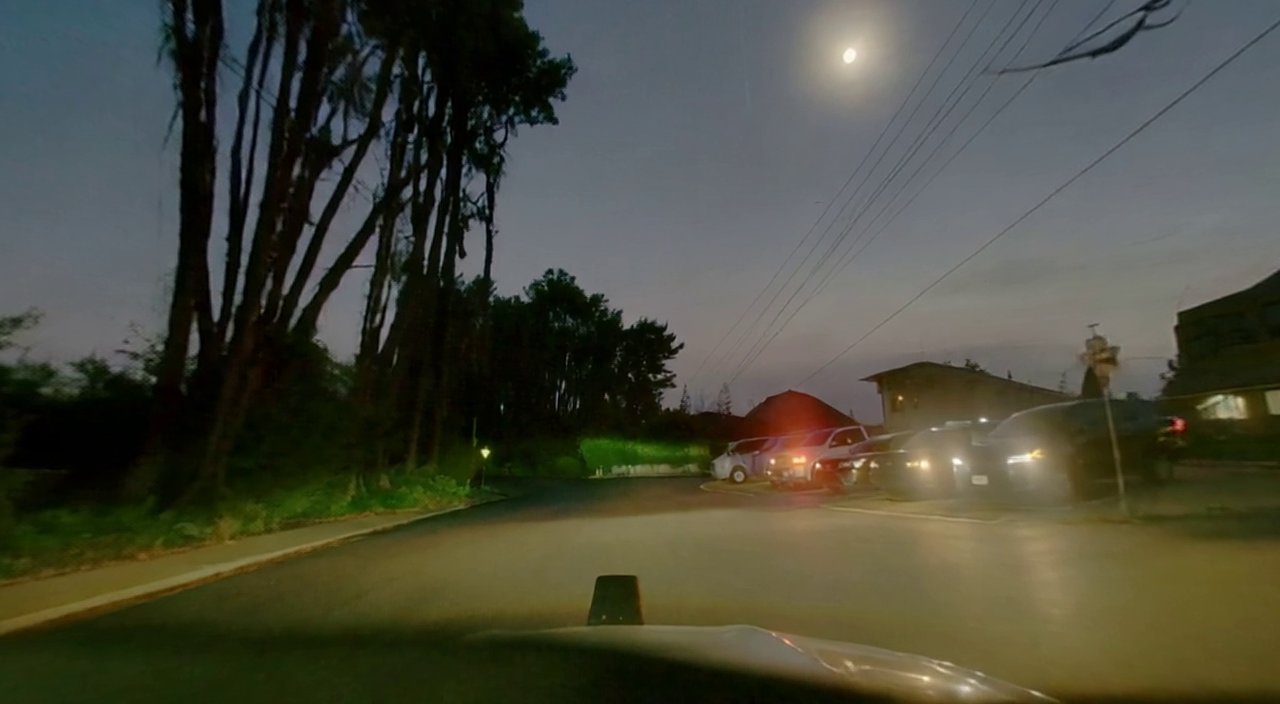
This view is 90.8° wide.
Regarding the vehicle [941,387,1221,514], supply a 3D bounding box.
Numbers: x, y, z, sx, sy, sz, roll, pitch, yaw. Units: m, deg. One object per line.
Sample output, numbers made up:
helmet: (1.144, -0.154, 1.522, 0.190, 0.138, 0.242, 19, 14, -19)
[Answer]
vehicle: (8.217, 1.828, 11.777, 4.780, 1.984, 1.896, 4, -9, -23)
